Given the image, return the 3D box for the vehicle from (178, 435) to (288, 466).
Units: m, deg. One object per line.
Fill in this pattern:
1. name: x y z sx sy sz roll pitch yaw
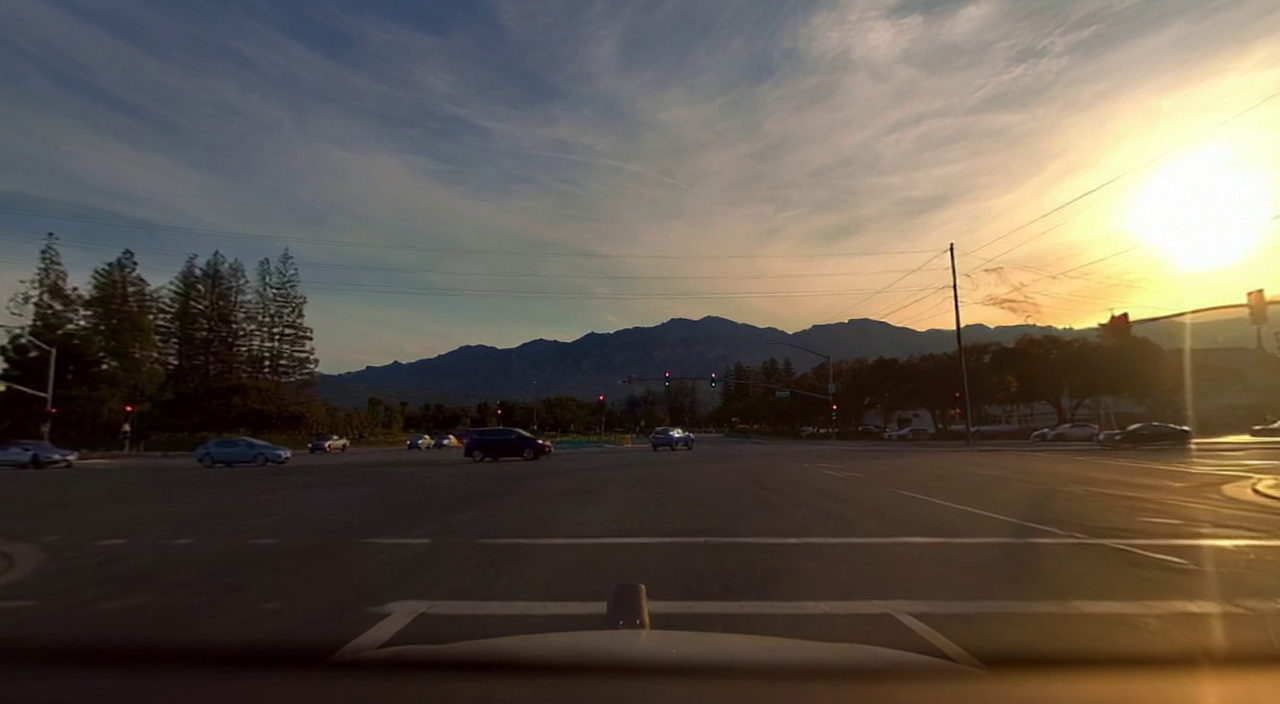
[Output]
1. vehicle: -20.859 5.057 32.564 4.218 1.542 2.044 1 -8 -9

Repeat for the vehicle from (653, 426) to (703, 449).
1. vehicle: 3.048 6.780 49.998 2.020 1.713 4.547 -5 -10 32

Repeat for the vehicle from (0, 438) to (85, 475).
1. vehicle: -30.872 5.122 31.167 4.812 1.735 2.105 0 -8 -2

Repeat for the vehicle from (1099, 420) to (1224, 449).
1. vehicle: 27.300 4.360 33.199 4.778 1.495 1.959 0 -8 0

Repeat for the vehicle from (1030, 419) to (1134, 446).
1. vehicle: 28.327 5.228 40.641 5.100 1.680 2.055 0 -8 1

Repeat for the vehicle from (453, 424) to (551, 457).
1. vehicle: -8.202 5.294 37.699 5.228 1.805 2.246 5 -10 -30
